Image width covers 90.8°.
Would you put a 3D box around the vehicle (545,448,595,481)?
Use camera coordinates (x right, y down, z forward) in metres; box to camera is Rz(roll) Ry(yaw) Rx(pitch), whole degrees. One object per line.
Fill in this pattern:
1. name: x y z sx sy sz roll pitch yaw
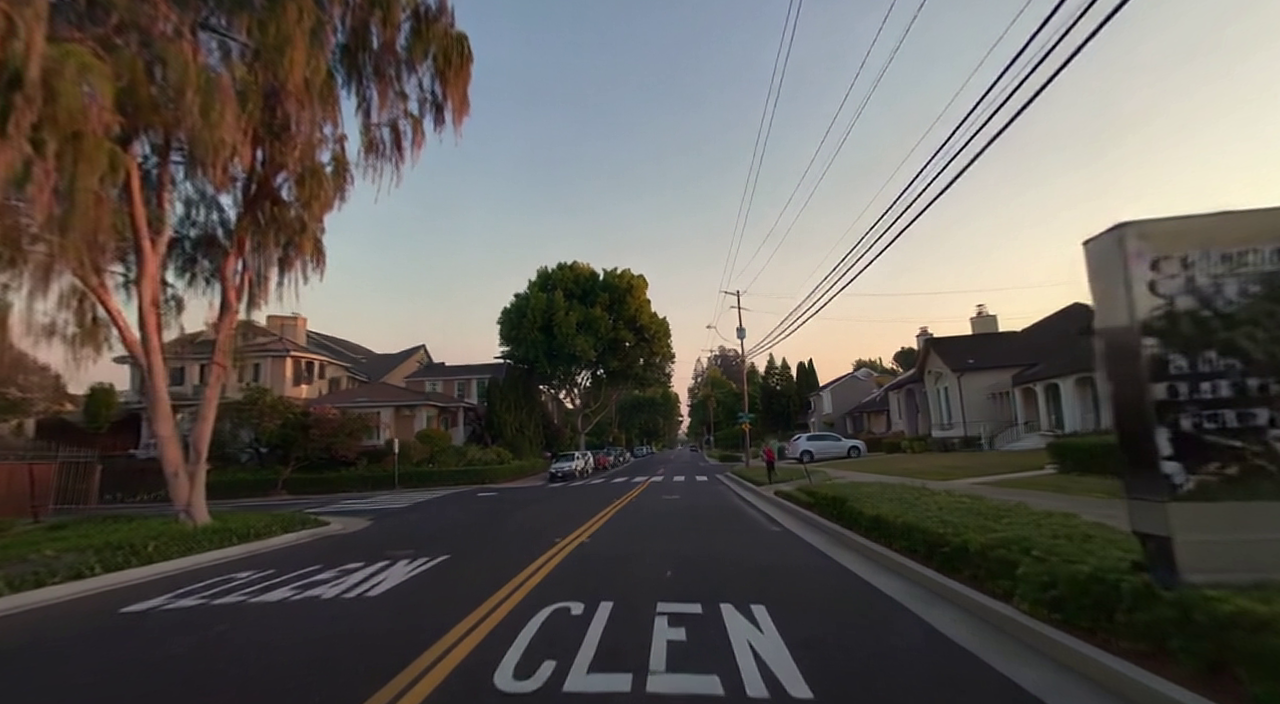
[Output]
1. vehicle: -4.062 6.645 37.538 2.203 1.787 4.704 -1 -8 3
